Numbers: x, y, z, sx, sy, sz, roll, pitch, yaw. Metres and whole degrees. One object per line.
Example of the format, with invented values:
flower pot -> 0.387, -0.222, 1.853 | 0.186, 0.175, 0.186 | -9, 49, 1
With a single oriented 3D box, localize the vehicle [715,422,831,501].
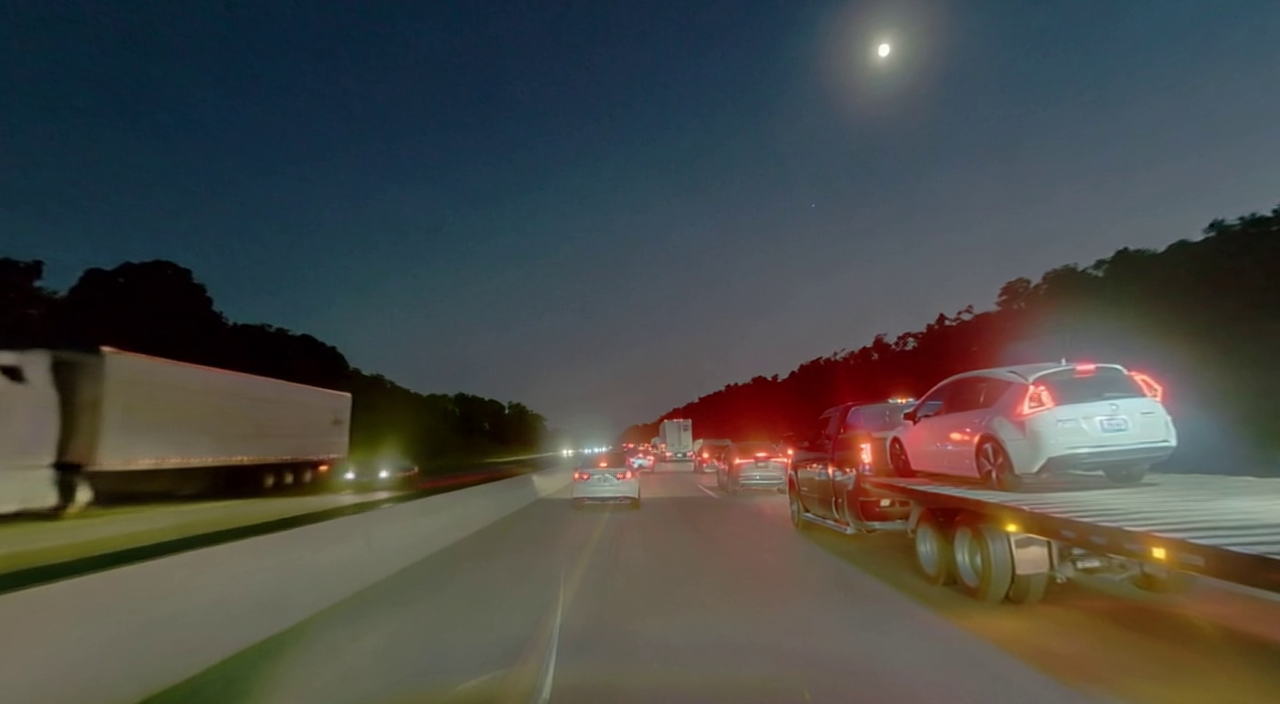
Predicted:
vehicle -> 3.487, 2.981, 17.374 | 2.303, 1.889, 3.920 | 0, -9, 0

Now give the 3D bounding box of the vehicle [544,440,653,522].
vehicle -> -0.737, 2.659, 13.422 | 1.991, 1.466, 3.675 | 0, -9, 0

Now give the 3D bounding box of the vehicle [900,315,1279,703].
vehicle -> 3.466, 0.951, 3.691 | 1.959, 1.783, 4.407 | 0, -9, 0

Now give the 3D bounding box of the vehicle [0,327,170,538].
vehicle -> -15.419, 1.983, 15.185 | 3.230, 4.500, 5.937 | 0, -9, 1

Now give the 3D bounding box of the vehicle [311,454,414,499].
vehicle -> -11.017, 4.944, 25.394 | 2.221, 1.639, 4.105 | 0, -9, 0

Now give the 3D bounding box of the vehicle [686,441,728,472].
vehicle -> 3.791, 6.040, 36.545 | 1.938, 1.660, 4.223 | 0, -9, 0
